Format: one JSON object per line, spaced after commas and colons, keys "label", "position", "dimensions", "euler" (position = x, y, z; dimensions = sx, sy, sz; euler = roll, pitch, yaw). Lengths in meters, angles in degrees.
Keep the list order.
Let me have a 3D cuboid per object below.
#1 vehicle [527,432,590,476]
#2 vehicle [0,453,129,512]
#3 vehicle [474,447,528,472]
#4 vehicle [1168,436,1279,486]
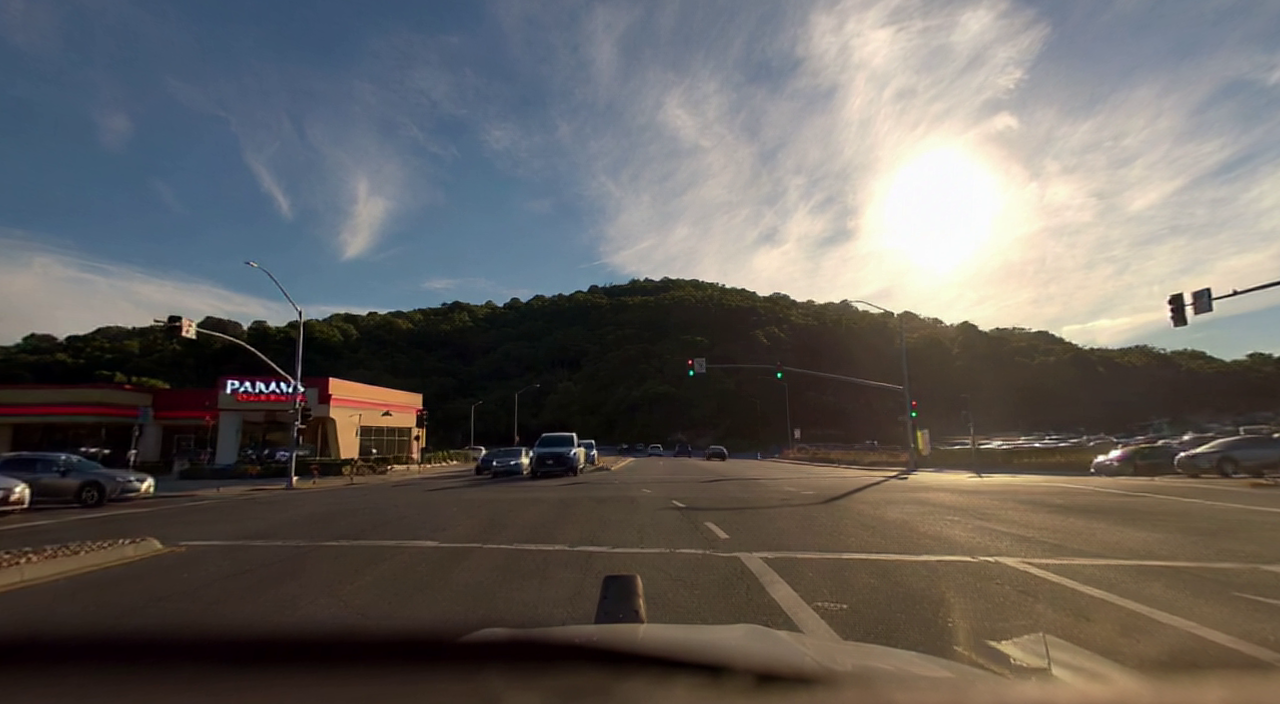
{"label": "vehicle", "position": [-4.303, 5.508, 34.306], "dimensions": [2.662, 2.197, 5.454], "euler": [0, -8, 1]}
{"label": "vehicle", "position": [-19.809, 4.198, 20.524], "dimensions": [4.440, 1.748, 2.033], "euler": [0, -9, 1]}
{"label": "vehicle", "position": [-10.466, 8.113, 47.733], "dimensions": [2.069, 1.706, 4.336], "euler": [-3, -9, 17]}
{"label": "vehicle", "position": [25.052, 4.467, 26.064], "dimensions": [4.546, 1.944, 2.051], "euler": [1, -9, -5]}
